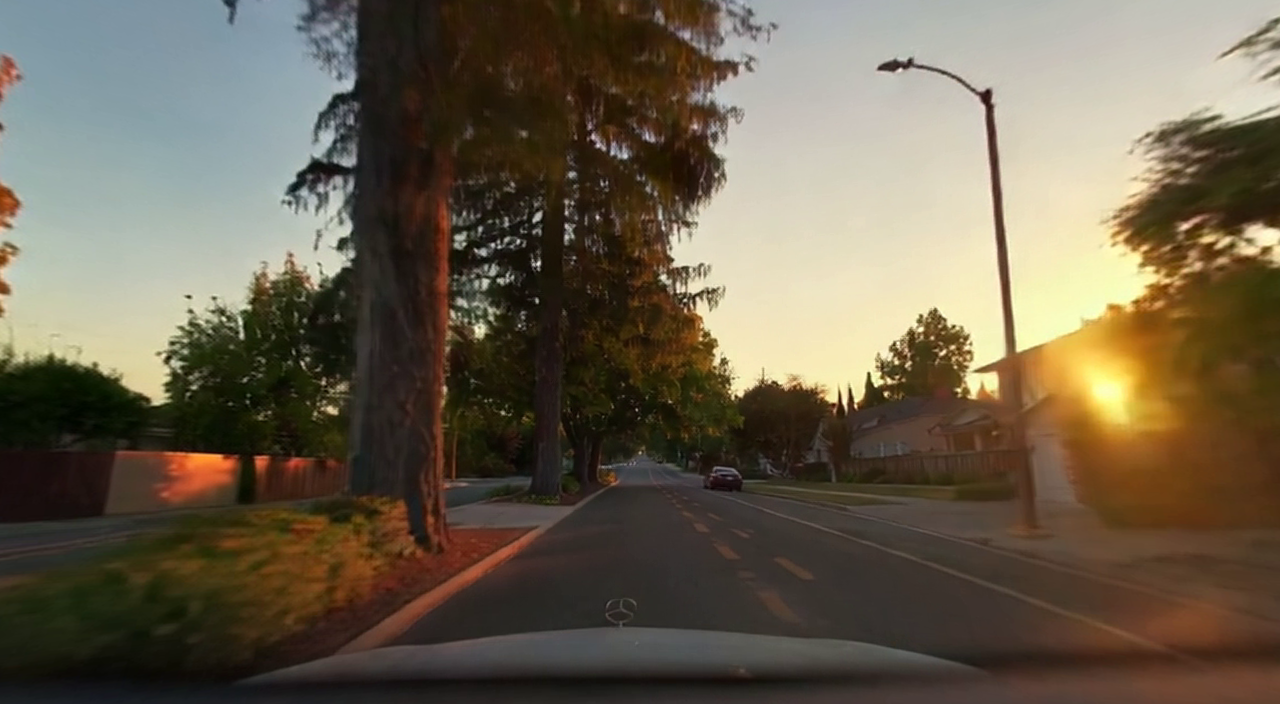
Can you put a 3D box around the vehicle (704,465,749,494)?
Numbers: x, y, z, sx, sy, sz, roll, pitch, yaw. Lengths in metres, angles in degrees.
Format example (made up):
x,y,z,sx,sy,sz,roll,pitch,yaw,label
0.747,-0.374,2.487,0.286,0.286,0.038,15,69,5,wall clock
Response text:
x,y,z,sx,sy,sz,roll,pitch,yaw,label
5.028,7.444,37.135,1.904,1.475,4.386,0,-9,-1,vehicle
